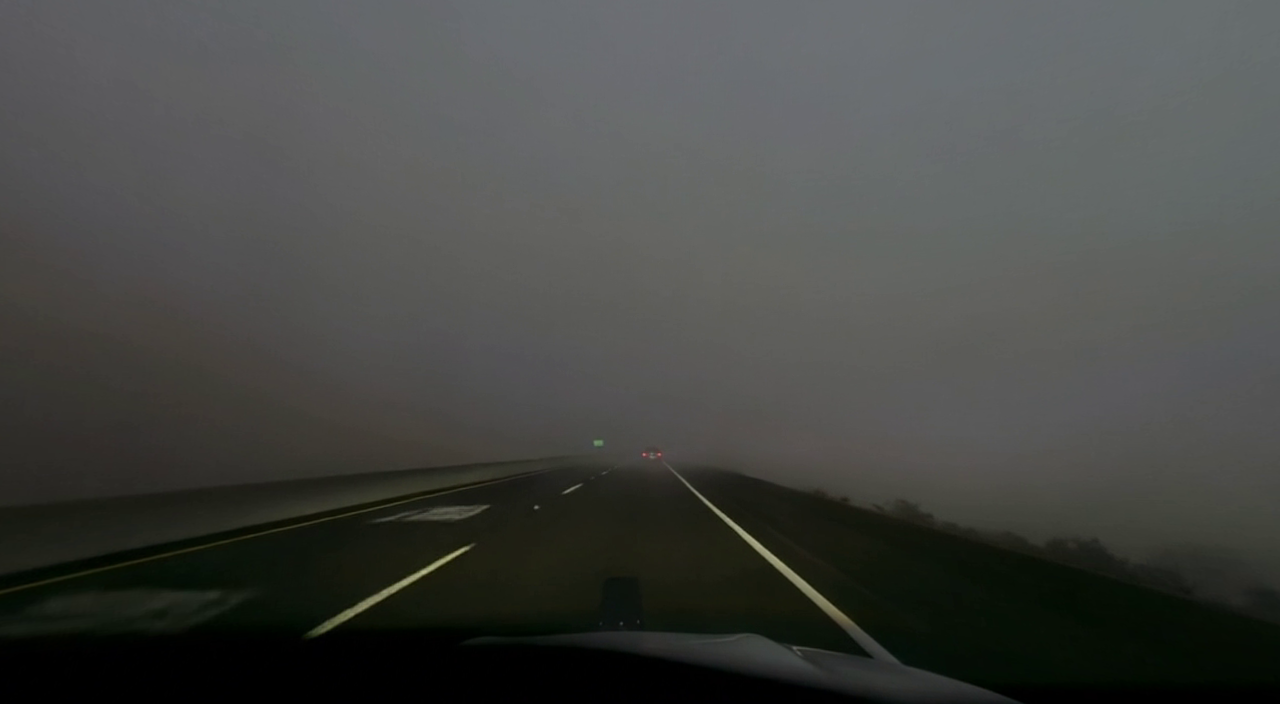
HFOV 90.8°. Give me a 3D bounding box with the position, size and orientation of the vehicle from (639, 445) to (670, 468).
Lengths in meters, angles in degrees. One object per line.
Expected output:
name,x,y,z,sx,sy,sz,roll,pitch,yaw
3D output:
vehicle,1.133,7.844,47.367,2.221,1.603,4.149,0,-9,2
